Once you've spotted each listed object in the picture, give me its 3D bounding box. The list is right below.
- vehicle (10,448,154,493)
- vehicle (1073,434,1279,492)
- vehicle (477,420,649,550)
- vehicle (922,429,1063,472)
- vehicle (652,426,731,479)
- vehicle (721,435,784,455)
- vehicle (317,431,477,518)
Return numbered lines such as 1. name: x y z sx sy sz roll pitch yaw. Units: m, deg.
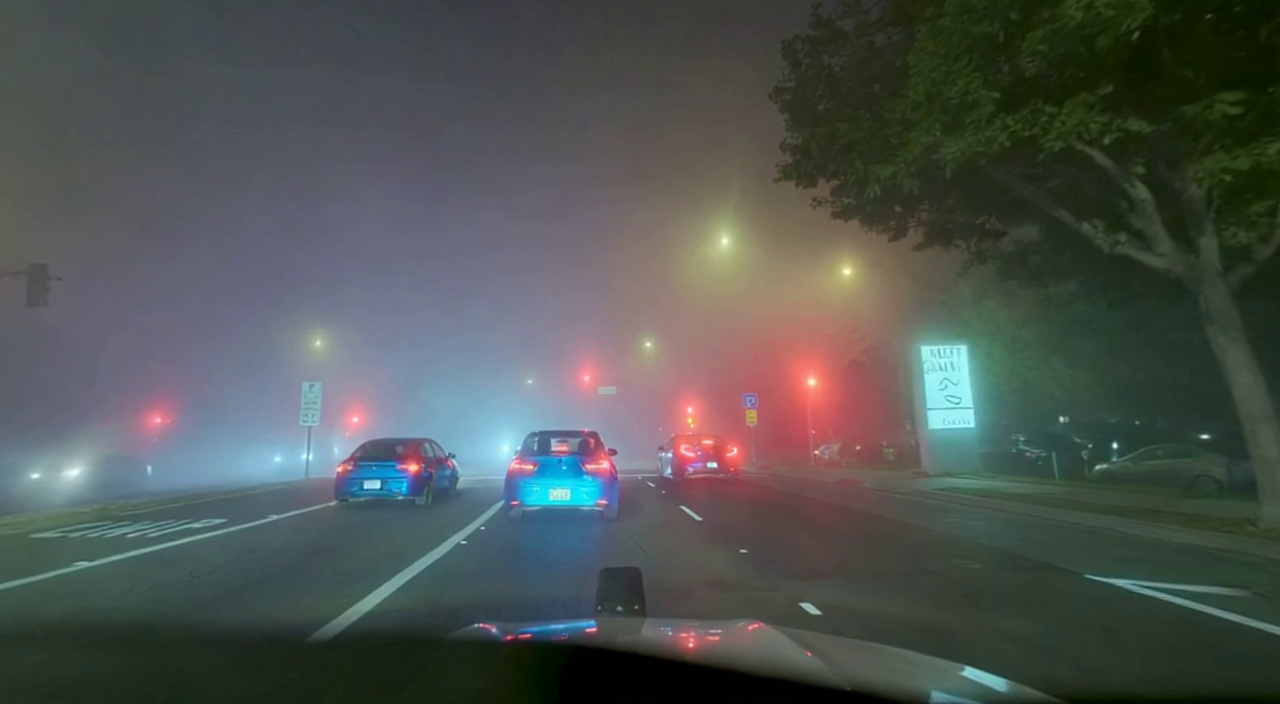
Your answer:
1. vehicle: -22.690 4.806 25.997 2.058 1.640 4.414 0 -8 -4
2. vehicle: 14.251 2.927 16.828 4.242 1.423 1.802 1 -8 -7
3. vehicle: -1.136 1.900 9.748 2.045 1.533 4.183 1 -8 -6
4. vehicle: 13.950 3.896 25.168 4.393 1.621 2.067 1 -8 -6
5. vehicle: 1.714 3.561 22.532 2.028 1.678 4.220 1 -8 -6
6. vehicle: 8.584 7.128 48.420 4.428 1.478 1.772 1 -9 -5
7. vehicle: -4.649 2.381 12.775 1.998 1.452 3.773 1 -8 -5
